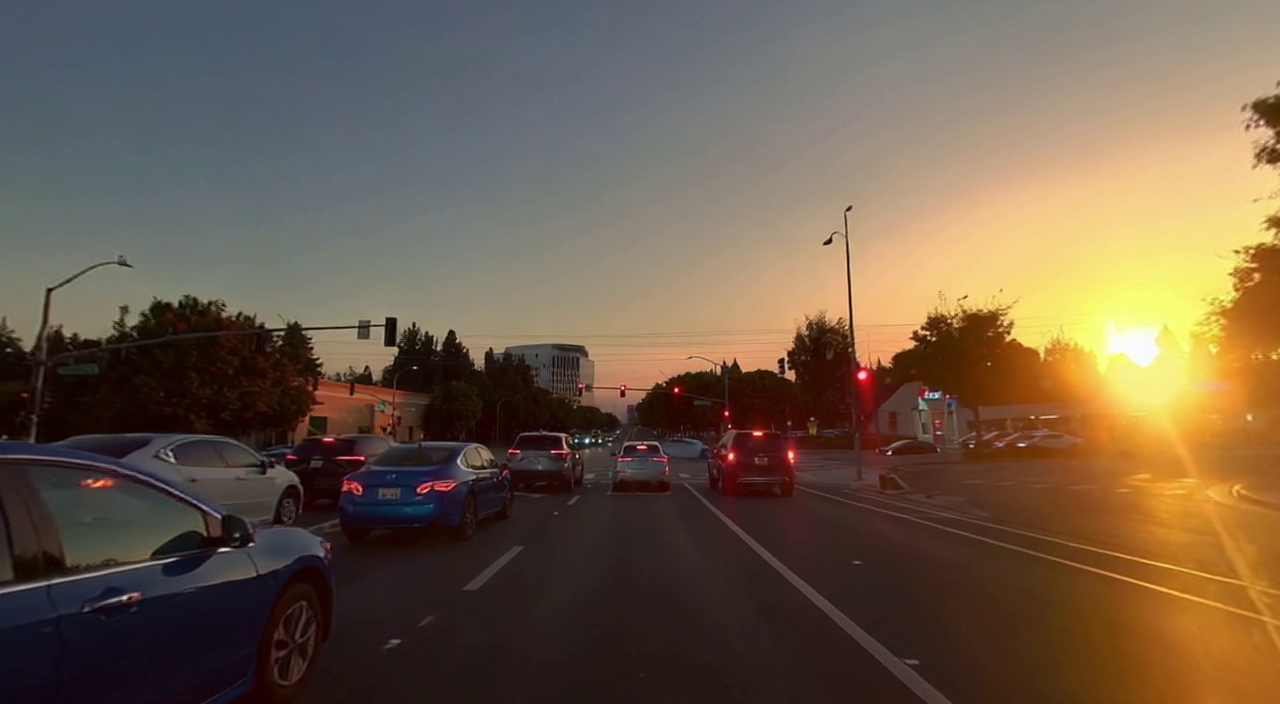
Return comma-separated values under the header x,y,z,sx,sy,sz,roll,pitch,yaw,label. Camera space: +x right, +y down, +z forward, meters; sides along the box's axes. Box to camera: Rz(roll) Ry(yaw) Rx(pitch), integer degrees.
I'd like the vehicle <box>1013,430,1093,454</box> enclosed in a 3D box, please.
x,y,z,sx,sy,sz,roll,pitch,yaw,label
30.602,6.696,46.736,4.432,1.680,1.932,0,-9,2,vehicle

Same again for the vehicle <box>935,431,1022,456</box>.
x,y,z,sx,sy,sz,roll,pitch,yaw,label
23.341,6.341,43.546,4.781,1.700,1.986,0,-9,1,vehicle

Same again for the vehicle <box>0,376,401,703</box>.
x,y,z,sx,sy,sz,roll,pitch,yaw,label
-3.087,0.933,2.526,2.249,1.517,4.951,0,-9,1,vehicle

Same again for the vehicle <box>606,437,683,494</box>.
x,y,z,sx,sy,sz,roll,pitch,yaw,label
0.148,3.325,18.712,2.032,1.499,3.994,0,-9,1,vehicle

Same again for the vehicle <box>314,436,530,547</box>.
x,y,z,sx,sy,sz,roll,pitch,yaw,label
-3.320,2.215,10.688,2.014,1.472,4.357,0,-9,1,vehicle

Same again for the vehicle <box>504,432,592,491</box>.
x,y,z,sx,sy,sz,roll,pitch,yaw,label
-2.804,3.479,20.230,2.072,1.694,4.070,0,-9,2,vehicle

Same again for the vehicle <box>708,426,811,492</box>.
x,y,z,sx,sy,sz,roll,pitch,yaw,label
3.366,3.141,18.735,2.076,1.691,4.402,0,-9,-2,vehicle
